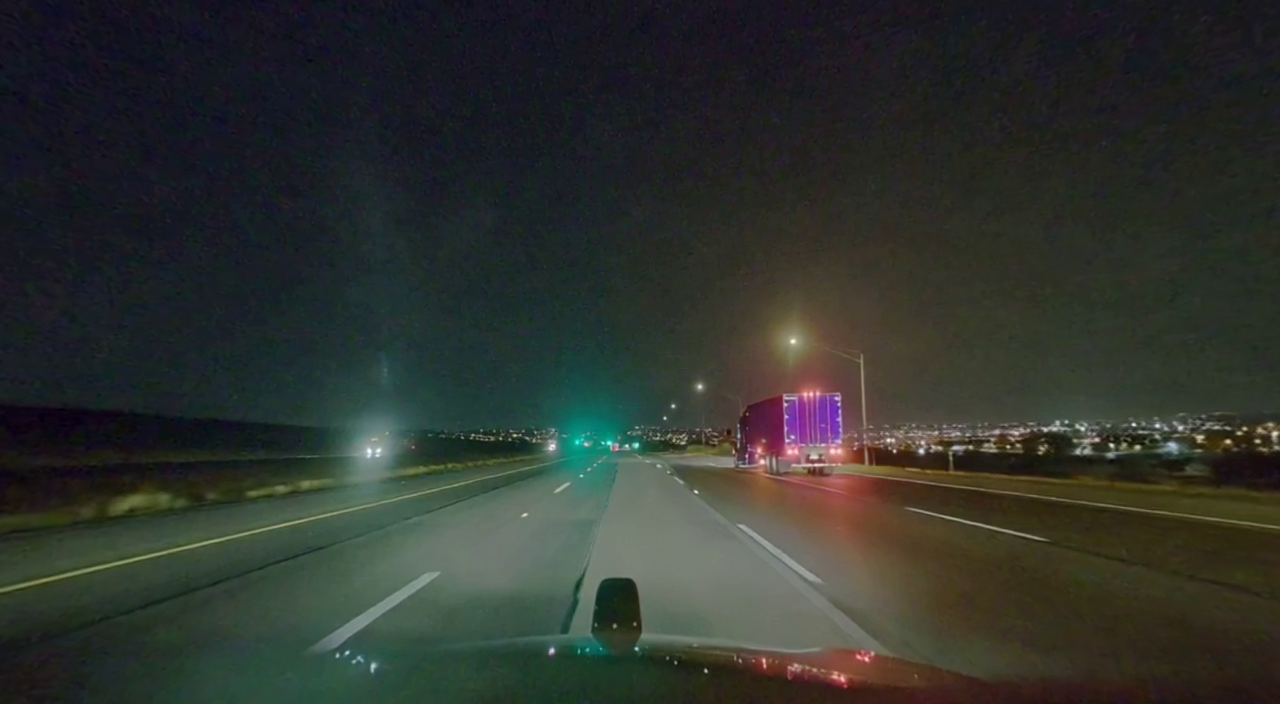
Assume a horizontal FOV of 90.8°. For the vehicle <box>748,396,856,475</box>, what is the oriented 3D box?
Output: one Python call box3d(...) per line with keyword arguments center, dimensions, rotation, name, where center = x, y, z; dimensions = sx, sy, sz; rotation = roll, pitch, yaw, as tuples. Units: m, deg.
box3d(center=(6.847, 3.787, 27.965), dimensions=(2.627, 3.011, 7.287), rotation=(0, -9, -1), name="vehicle")
